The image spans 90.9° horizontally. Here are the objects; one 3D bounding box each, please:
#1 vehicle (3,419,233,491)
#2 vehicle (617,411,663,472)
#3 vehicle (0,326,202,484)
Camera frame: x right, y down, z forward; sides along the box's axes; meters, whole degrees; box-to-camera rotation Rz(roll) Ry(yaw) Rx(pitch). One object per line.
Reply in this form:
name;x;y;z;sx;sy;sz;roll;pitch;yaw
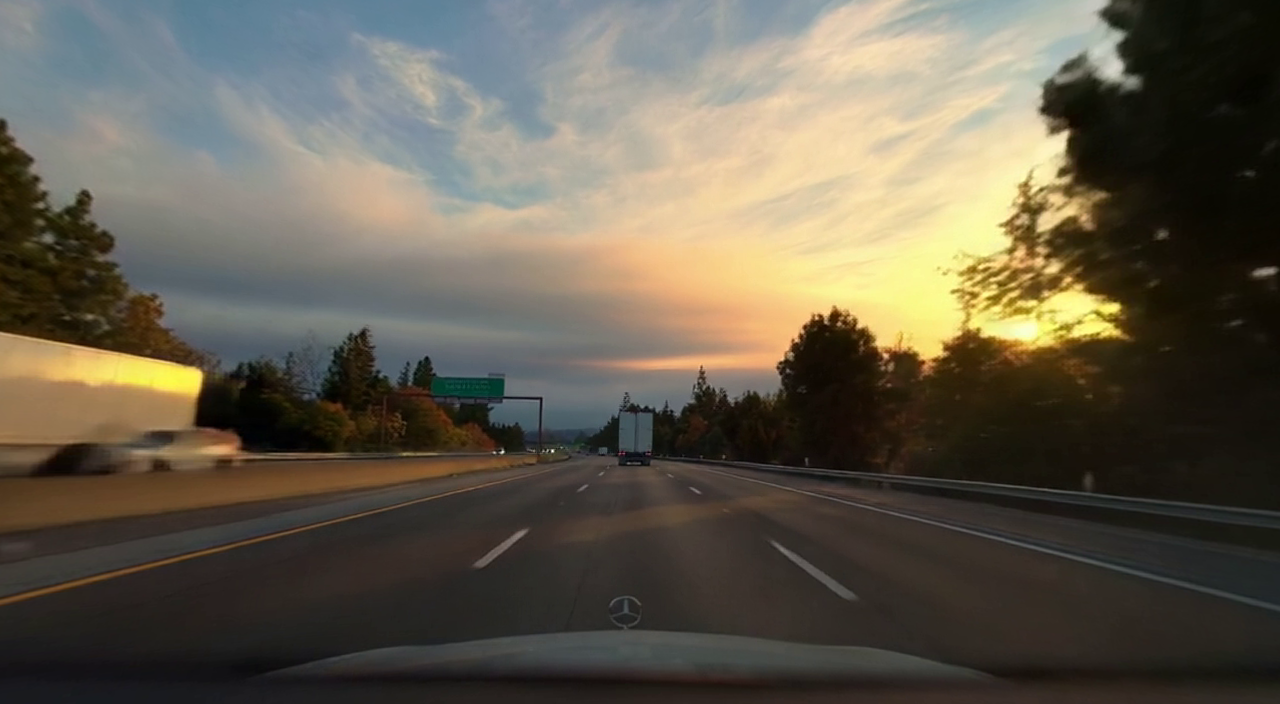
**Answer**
vehicle;-13.034;2.631;16.244;1.901;1.560;4.655;0;-9;0
vehicle;-0.184;6.703;46.547;2.962;3.953;10.696;0;-9;-2
vehicle;-17.290;1.296;15.532;2.928;3.855;14.329;0;-9;-1
